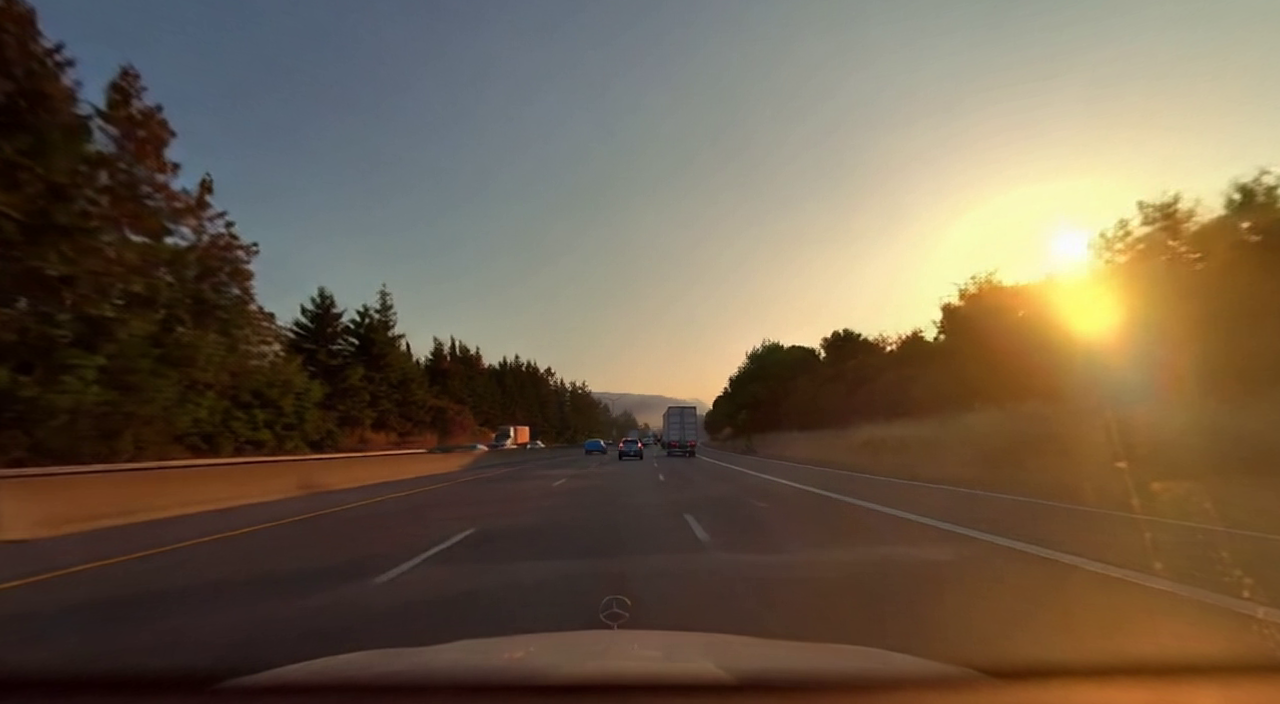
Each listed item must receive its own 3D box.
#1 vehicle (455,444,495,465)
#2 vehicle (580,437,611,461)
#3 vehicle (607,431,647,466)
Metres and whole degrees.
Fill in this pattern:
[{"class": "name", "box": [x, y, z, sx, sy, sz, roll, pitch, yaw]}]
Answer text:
[{"class": "vehicle", "box": [-12.442, 7.756, 47.729, 1.880, 1.515, 4.210, -1, -8, 1]}, {"class": "vehicle", "box": [-3.457, 7.551, 49.162, 2.047, 1.757, 4.183, -1, -8, 1]}, {"class": "vehicle", "box": [-0.736, 5.702, 37.312, 2.211, 1.933, 4.315, 0, -8, 0]}]
